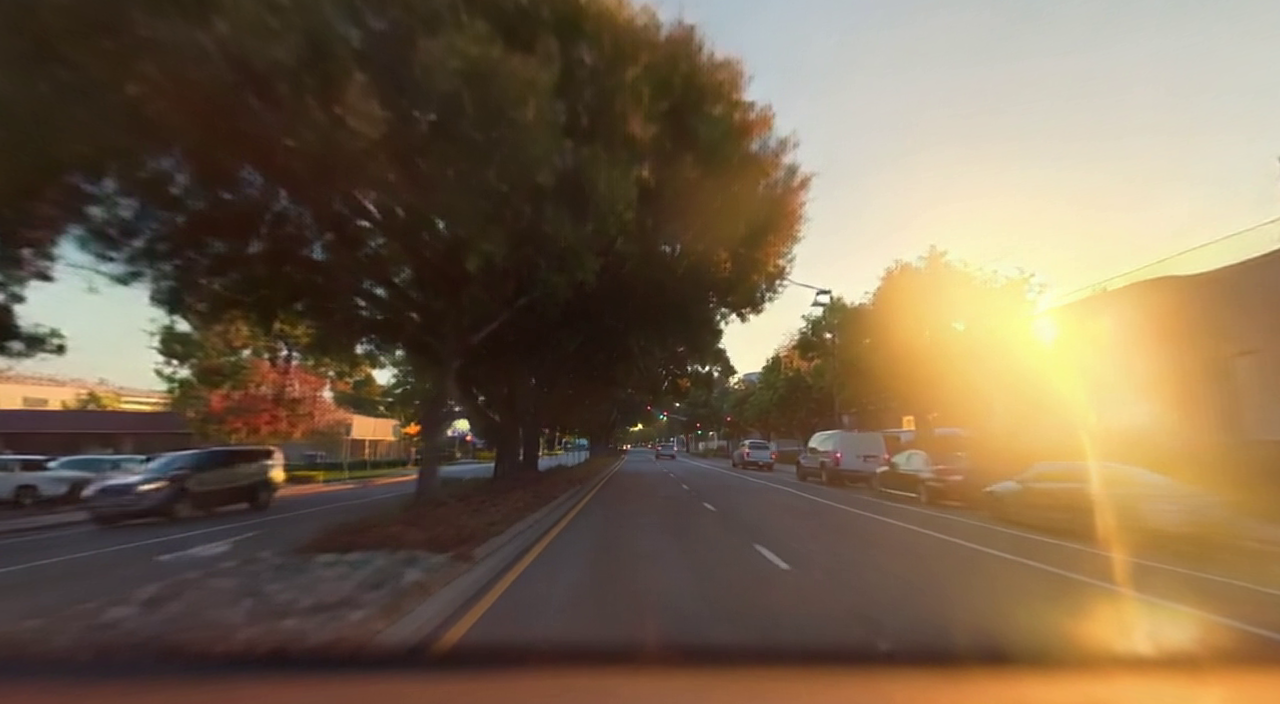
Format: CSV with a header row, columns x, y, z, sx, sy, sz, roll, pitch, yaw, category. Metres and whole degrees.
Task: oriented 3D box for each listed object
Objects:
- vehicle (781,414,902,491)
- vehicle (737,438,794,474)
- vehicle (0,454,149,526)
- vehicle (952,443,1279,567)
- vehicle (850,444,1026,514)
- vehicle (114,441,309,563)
x,y,z,sx,sy,sz,roll,pitch,yaw,category
7.099,3.653,23.184,2.323,2.433,5.901,0,-8,-2,vehicle
6.995,5.863,35.830,2.088,1.848,4.936,0,-9,-2,vehicle
-14.458,3.128,14.699,4.635,1.457,2.060,-2,-9,10,vehicle
7.192,2.194,10.073,1.862,1.464,4.892,0,-8,-1,vehicle
7.220,3.084,16.084,1.884,1.458,5.146,0,-8,-1,vehicle
-7.345,2.327,10.799,2.165,1.567,4.700,6,-10,-36,vehicle
